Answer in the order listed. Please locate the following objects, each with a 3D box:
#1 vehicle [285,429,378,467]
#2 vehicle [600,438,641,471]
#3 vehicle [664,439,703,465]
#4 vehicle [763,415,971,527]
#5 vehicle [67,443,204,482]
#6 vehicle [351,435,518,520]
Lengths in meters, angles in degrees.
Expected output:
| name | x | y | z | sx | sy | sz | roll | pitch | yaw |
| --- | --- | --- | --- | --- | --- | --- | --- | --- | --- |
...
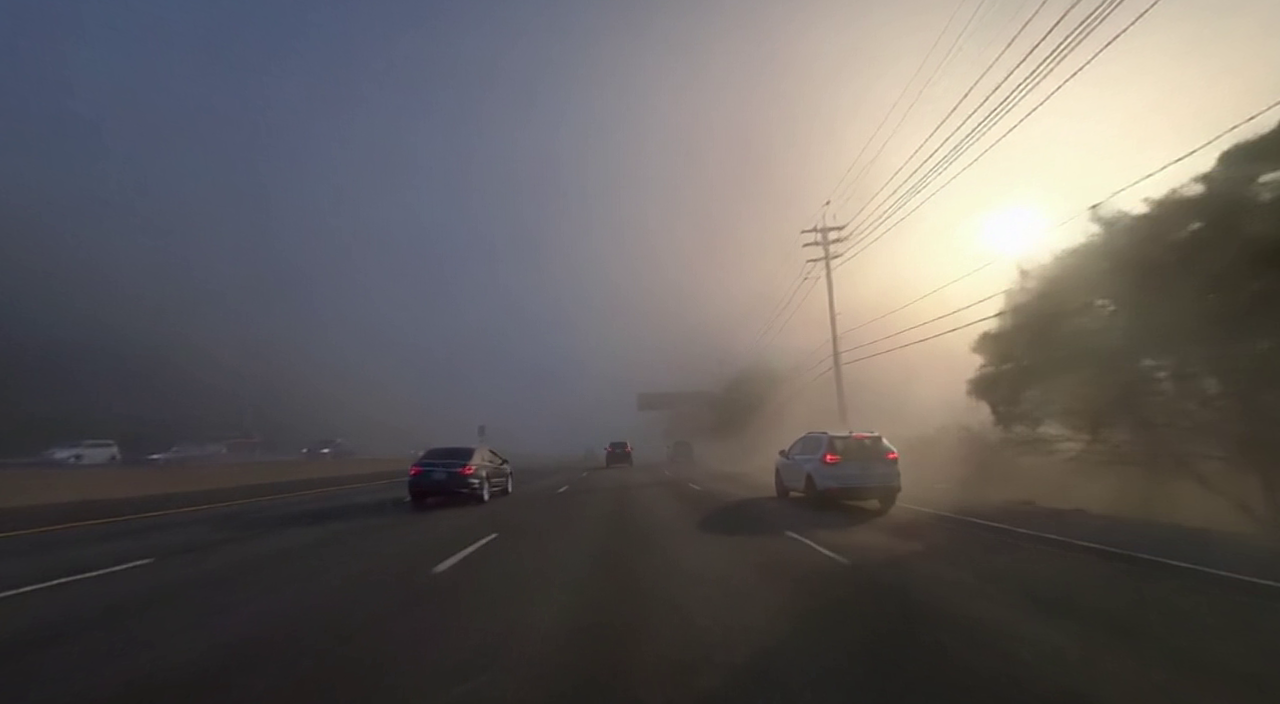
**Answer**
| name | x | y | z | sx | sy | sz | roll | pitch | yaw |
| --- | --- | --- | --- | --- | --- | --- | --- | --- | --- |
| vehicle | -16.945 | 5.328 | 35.104 | 2.305 | 1.901 | 5.934 | 0 | -8 | -2 |
| vehicle | -1.132 | 5.844 | 36.241 | 2.192 | 1.769 | 4.287 | 0 | -8 | -2 |
| vehicle | 2.954 | 6.955 | 43.981 | 2.099 | 1.720 | 4.829 | 0 | -8 | -4 |
| vehicle | 4.040 | 2.221 | 12.320 | 2.102 | 1.723 | 4.745 | 0 | -8 | -3 |
| vehicle | -20.532 | 4.497 | 25.990 | 1.914 | 1.447 | 4.553 | 0 | -8 | -1 |
| vehicle | -4.386 | 2.762 | 14.559 | 2.091 | 1.562 | 5.220 | 0 | -8 | 0 |
